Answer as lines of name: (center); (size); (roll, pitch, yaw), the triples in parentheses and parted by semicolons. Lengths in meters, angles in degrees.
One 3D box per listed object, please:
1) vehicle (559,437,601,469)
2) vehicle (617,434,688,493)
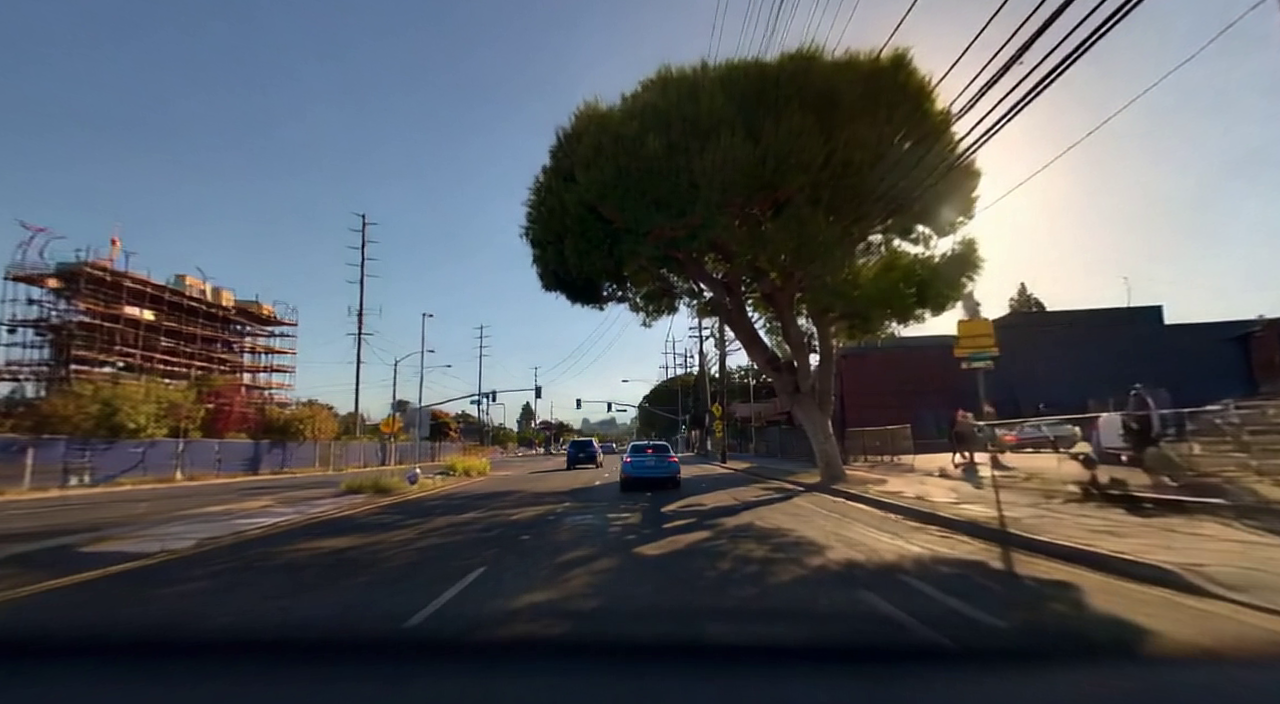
vehicle: (-3.614, 6.155, 38.512); (2.078, 1.804, 4.387); (0, -8, 1)
vehicle: (0.333, 3.523, 20.178); (2.059, 1.691, 3.980); (0, -8, -1)
